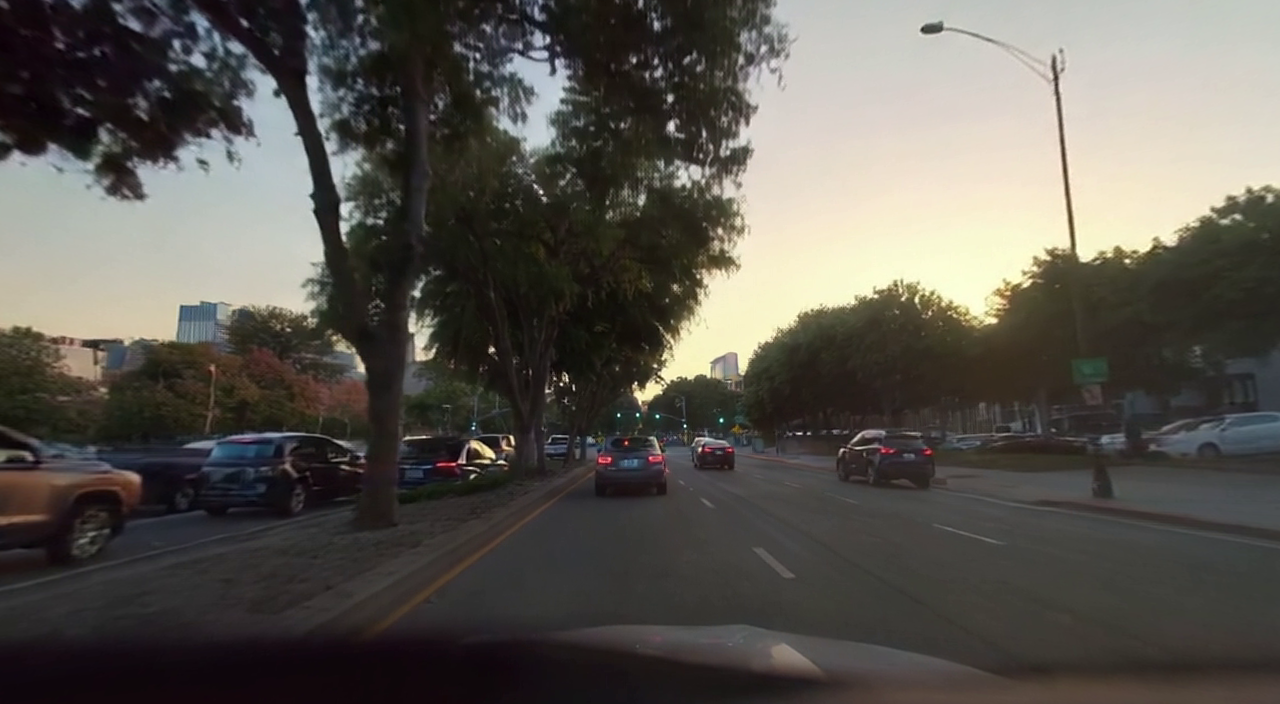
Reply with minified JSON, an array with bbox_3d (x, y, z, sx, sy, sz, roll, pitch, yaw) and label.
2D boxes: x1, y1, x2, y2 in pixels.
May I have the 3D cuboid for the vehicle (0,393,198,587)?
[{"bbox_3d":[-6.725,1.200,5.334,1.864,1.737,5.689,0,-9,0],"label":"vehicle"}]

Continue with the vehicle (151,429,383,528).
[{"bbox_3d":[-6.731,2.312,12.120,1.835,1.516,4.423,0,-9,-2],"label":"vehicle"}]

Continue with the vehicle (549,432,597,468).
[{"bbox_3d":[-3.595,5.383,34.905,2.154,1.801,5.015,0,-9,-1],"label":"vehicle"}]

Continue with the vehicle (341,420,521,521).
[{"bbox_3d":[-3.810,2.255,12.477,2.009,1.619,4.376,0,-9,0],"label":"vehicle"}]

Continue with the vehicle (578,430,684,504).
[{"bbox_3d":[-0.215,2.693,15.149,2.161,1.501,4.184,0,-9,-1],"label":"vehicle"}]

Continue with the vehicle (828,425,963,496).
[{"bbox_3d":[6.753,2.908,17.258,1.889,1.681,4.120,0,-9,0],"label":"vehicle"}]

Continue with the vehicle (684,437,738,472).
[{"bbox_3d":[3.201,4.761,29.461,1.905,1.473,4.183,0,-9,-2],"label":"vehicle"}]
